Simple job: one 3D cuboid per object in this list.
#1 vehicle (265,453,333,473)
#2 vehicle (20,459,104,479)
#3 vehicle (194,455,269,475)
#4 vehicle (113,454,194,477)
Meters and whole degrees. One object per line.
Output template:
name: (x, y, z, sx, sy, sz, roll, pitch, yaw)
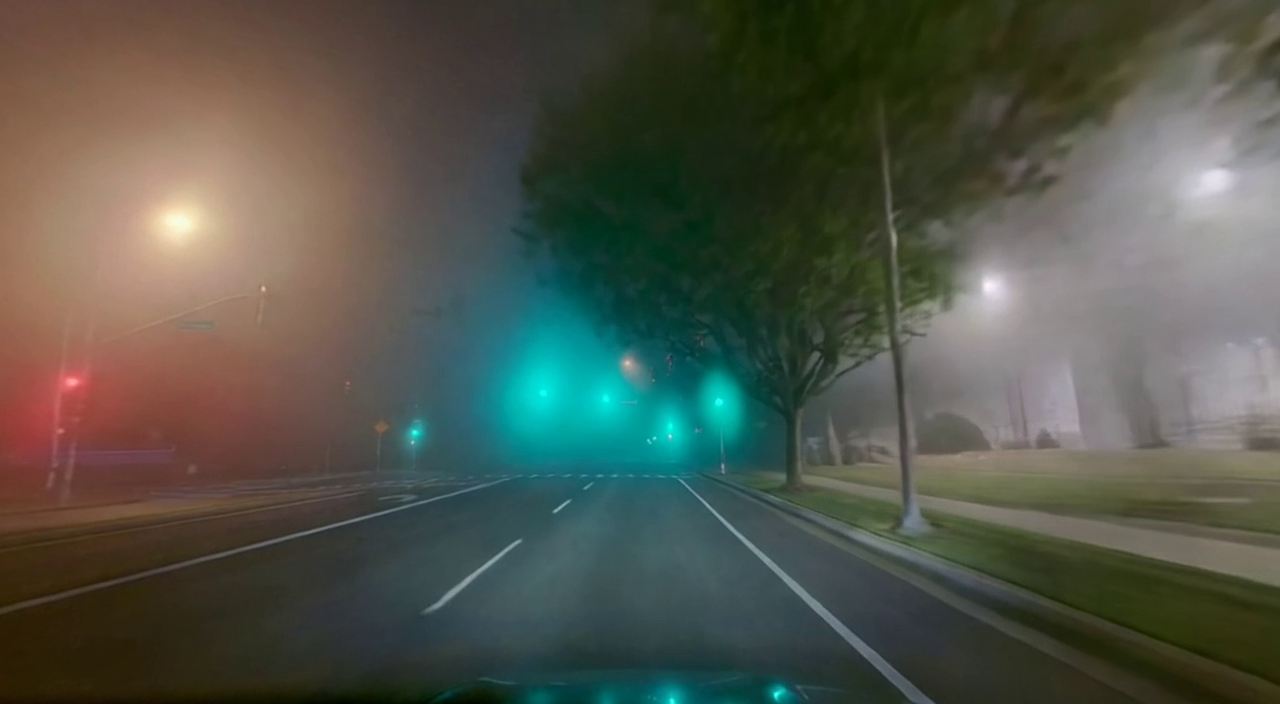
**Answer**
vehicle: (-26.412, 8.599, 49.019, 4.153, 1.493, 1.808, 0, -9, -2)
vehicle: (-44.234, 8.945, 48.438, 4.546, 1.455, 1.805, 0, -9, -2)
vehicle: (-31.533, 8.739, 48.831, 4.453, 1.441, 1.770, 0, -9, -1)
vehicle: (-37.461, 8.739, 48.744, 4.593, 1.674, 1.893, 0, -9, 0)
